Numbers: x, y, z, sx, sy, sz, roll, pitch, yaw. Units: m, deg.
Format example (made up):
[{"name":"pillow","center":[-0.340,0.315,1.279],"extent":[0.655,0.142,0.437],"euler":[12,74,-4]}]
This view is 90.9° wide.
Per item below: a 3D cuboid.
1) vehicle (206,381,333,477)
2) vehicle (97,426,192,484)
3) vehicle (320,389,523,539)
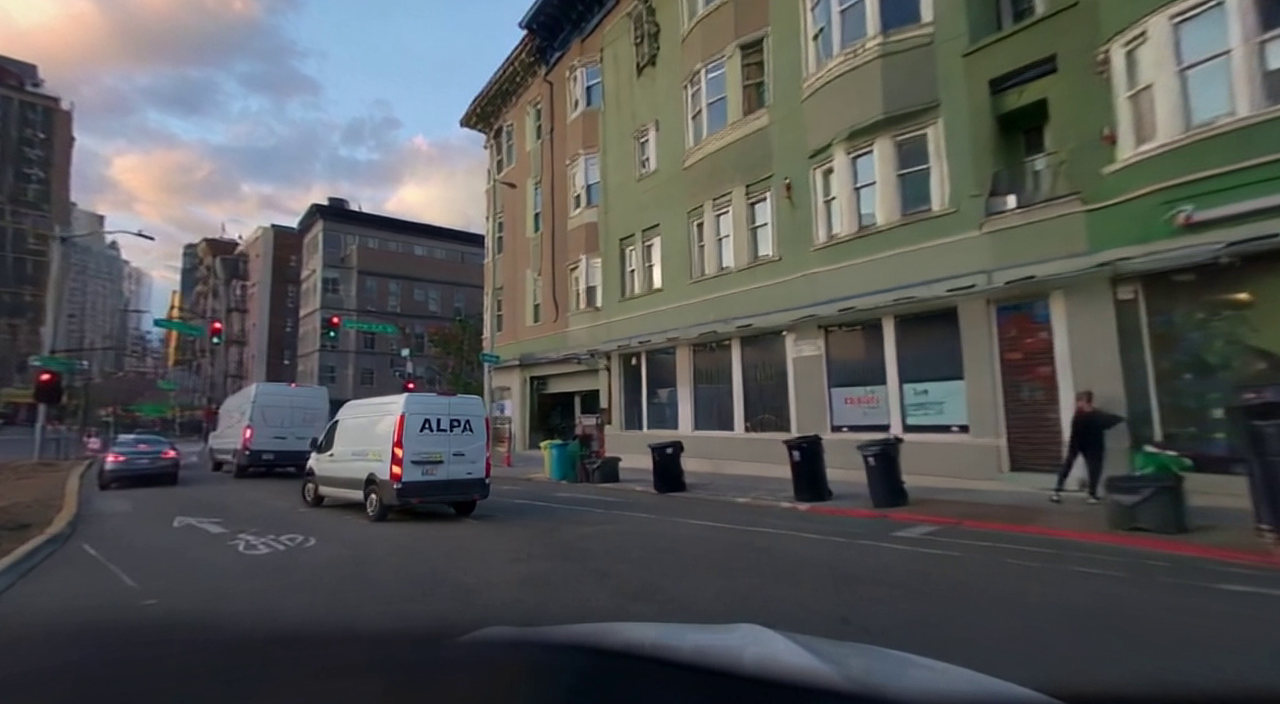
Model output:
[{"name":"vehicle","center":[-12.482,2.590,20.948],"extent":[2.333,2.703,6.504],"euler":[7,-10,-40]},{"name":"vehicle","center":[-14.149,2.885,17.922],"extent":[1.841,1.461,3.426],"euler":[6,-10,-40]},{"name":"vehicle","center":[-3.775,1.746,10.417],"extent":[1.951,1.907,4.266],"euler":[5,-9,-35]}]
